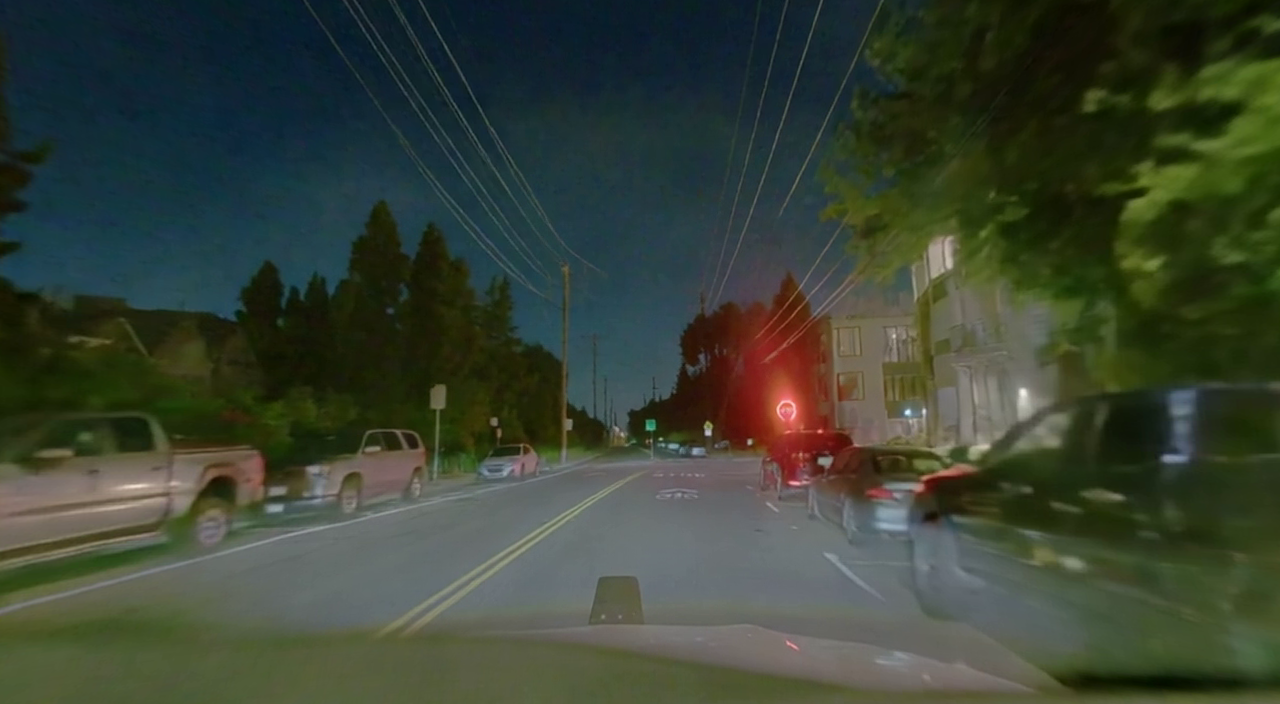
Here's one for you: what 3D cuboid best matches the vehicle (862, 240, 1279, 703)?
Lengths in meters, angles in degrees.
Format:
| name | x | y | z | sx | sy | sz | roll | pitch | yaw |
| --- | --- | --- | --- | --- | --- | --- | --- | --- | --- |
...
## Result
| name | x | y | z | sx | sy | sz | roll | pitch | yaw |
| --- | --- | --- | --- | --- | --- | --- | --- | --- | --- |
| vehicle | 3.145 | 0.850 | 3.203 | 2.248 | 1.964 | 5.736 | -1 | -9 | 4 |

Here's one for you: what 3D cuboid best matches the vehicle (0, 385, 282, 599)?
| name | x | y | z | sx | sy | sz | roll | pitch | yaw |
| --- | --- | --- | --- | --- | --- | --- | --- | --- | --- |
| vehicle | -6.802 | 1.581 | 7.199 | 2.270 | 1.881 | 5.412 | -6 | -9 | 1 |

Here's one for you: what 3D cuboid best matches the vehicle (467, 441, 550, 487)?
| name | x | y | z | sx | sy | sz | roll | pitch | yaw |
| --- | --- | --- | --- | --- | --- | --- | --- | --- | --- |
| vehicle | -5.037 | 4.346 | 24.875 | 1.922 | 1.505 | 4.502 | -4 | -8 | 5 |

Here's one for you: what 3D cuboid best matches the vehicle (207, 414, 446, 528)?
| name | x | y | z | sx | sy | sz | roll | pitch | yaw |
| --- | --- | --- | --- | --- | --- | --- | --- | --- | --- |
| vehicle | -6.197 | 2.437 | 13.497 | 2.158 | 1.929 | 5.184 | -1 | -9 | 4 |
